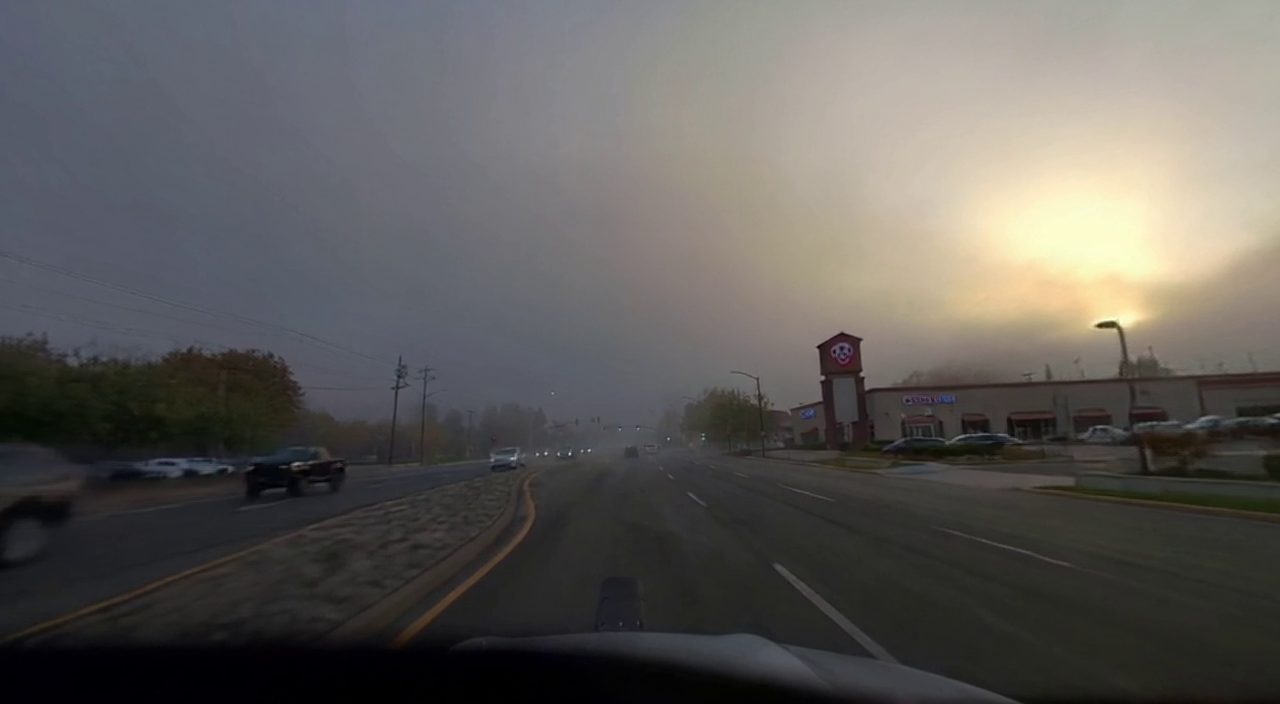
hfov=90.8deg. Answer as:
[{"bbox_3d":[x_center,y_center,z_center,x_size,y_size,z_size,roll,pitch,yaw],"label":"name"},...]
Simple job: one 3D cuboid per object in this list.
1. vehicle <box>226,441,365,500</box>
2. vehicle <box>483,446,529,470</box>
[{"bbox_3d":[-11.683,4.019,21.945,2.066,1.798,4.838,0,-9,0],"label":"vehicle"},{"bbox_3d":[-8.765,6.945,41.646,1.959,1.505,4.622,0,-9,0],"label":"vehicle"}]
